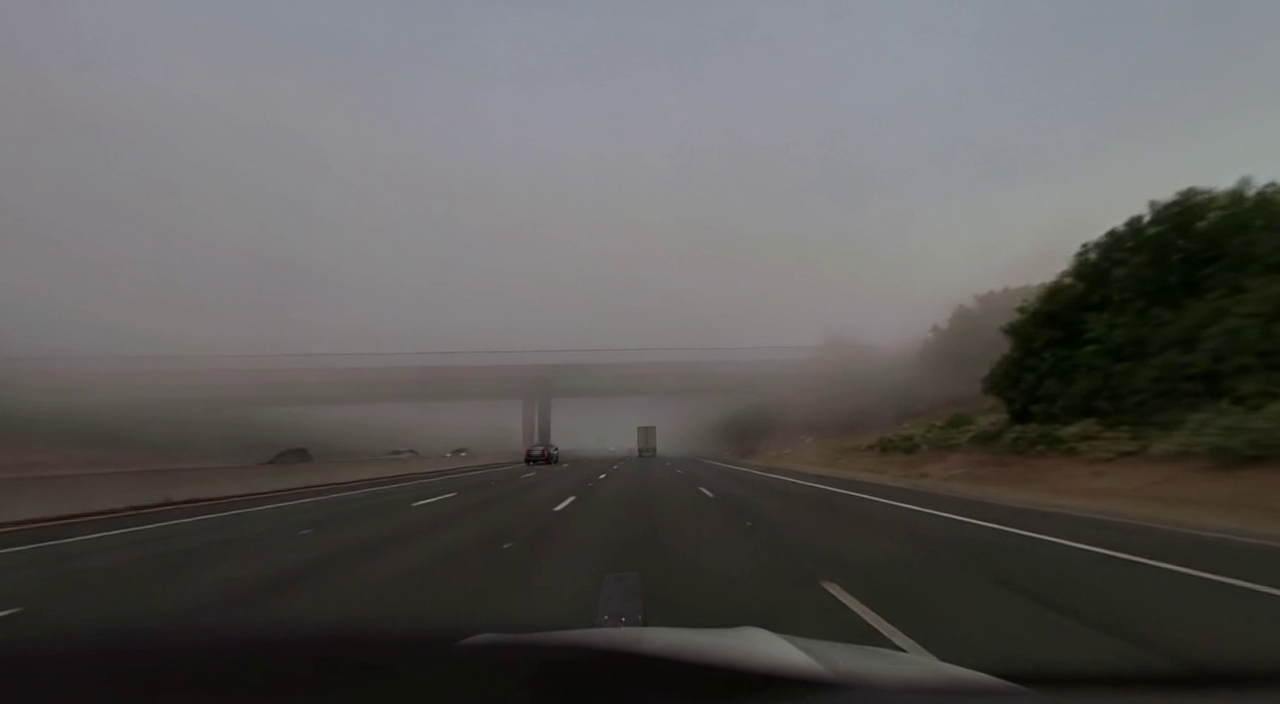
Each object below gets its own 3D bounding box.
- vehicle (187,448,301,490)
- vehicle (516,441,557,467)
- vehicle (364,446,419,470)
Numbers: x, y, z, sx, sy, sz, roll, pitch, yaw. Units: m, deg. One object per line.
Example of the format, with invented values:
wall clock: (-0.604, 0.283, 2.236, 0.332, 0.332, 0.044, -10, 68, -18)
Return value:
vehicle: (-16.317, 4.799, 26.291, 1.886, 1.531, 4.331, 0, -8, 1)
vehicle: (-7.101, 7.032, 43.628, 1.981, 1.685, 4.171, 0, -8, 1)
vehicle: (-17.928, 7.640, 45.745, 1.890, 1.623, 4.607, -1, -8, 3)
